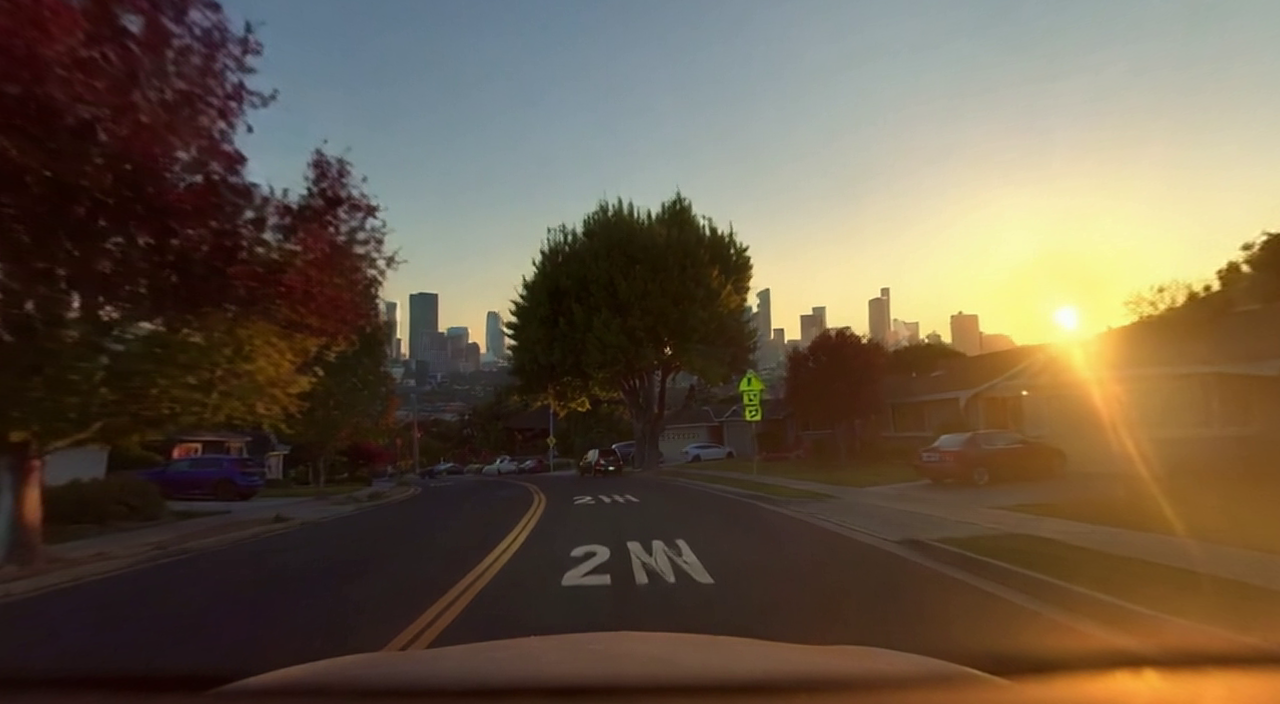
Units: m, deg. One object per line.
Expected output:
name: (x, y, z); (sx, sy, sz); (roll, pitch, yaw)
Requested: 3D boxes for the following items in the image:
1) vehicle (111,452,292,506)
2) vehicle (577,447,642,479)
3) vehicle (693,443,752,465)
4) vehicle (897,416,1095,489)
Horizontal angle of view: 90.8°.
vehicle: (-14.676, 4.251, 21.515); (4.664, 1.580, 1.973); (3, -9, -22)
vehicle: (-1.702, 5.778, 33.125); (2.181, 1.494, 5.023); (2, -9, -17)
vehicle: (6.072, 7.468, 46.468); (4.253, 1.458, 1.900); (6, -11, -40)
vehicle: (9.312, 2.612, 16.616); (4.284, 1.522, 1.893); (-1, -8, -16)
